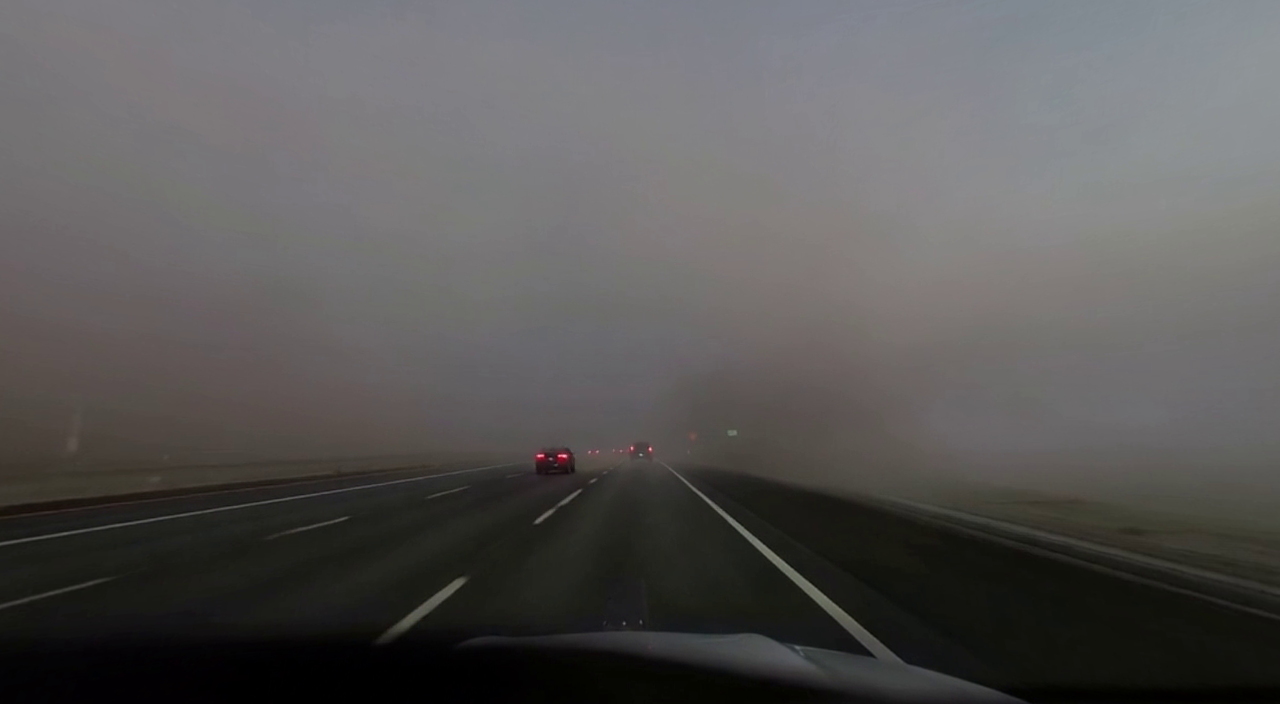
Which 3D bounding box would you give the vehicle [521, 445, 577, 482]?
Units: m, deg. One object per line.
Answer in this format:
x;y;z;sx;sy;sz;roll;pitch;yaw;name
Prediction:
-3.857;4.780;27.367;1.786;1.488;4.023;0;-9;1;vehicle
